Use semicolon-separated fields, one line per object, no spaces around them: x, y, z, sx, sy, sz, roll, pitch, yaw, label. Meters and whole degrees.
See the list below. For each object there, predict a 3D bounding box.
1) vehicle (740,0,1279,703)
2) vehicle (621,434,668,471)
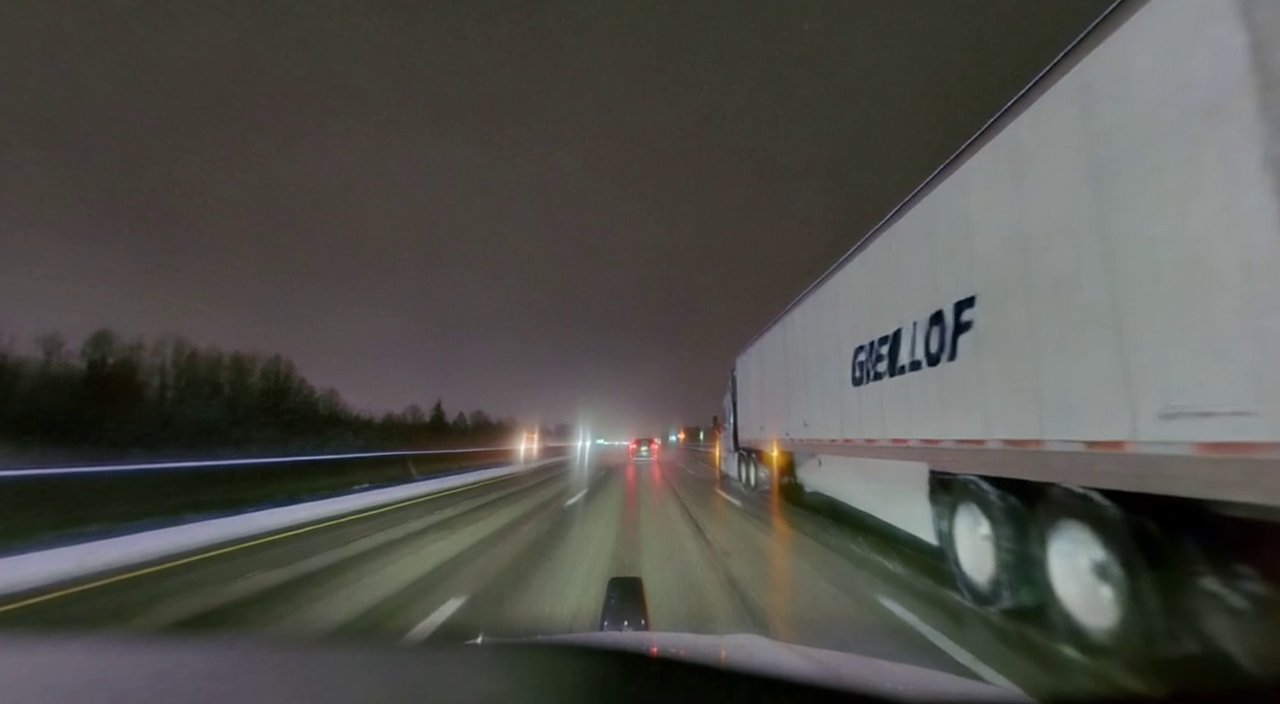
4.364;0.584;9.797;2.936;4.125;15.204;0;-8;-1;vehicle
0.210;4.747;30.000;2.111;1.635;4.177;0;-8;0;vehicle
